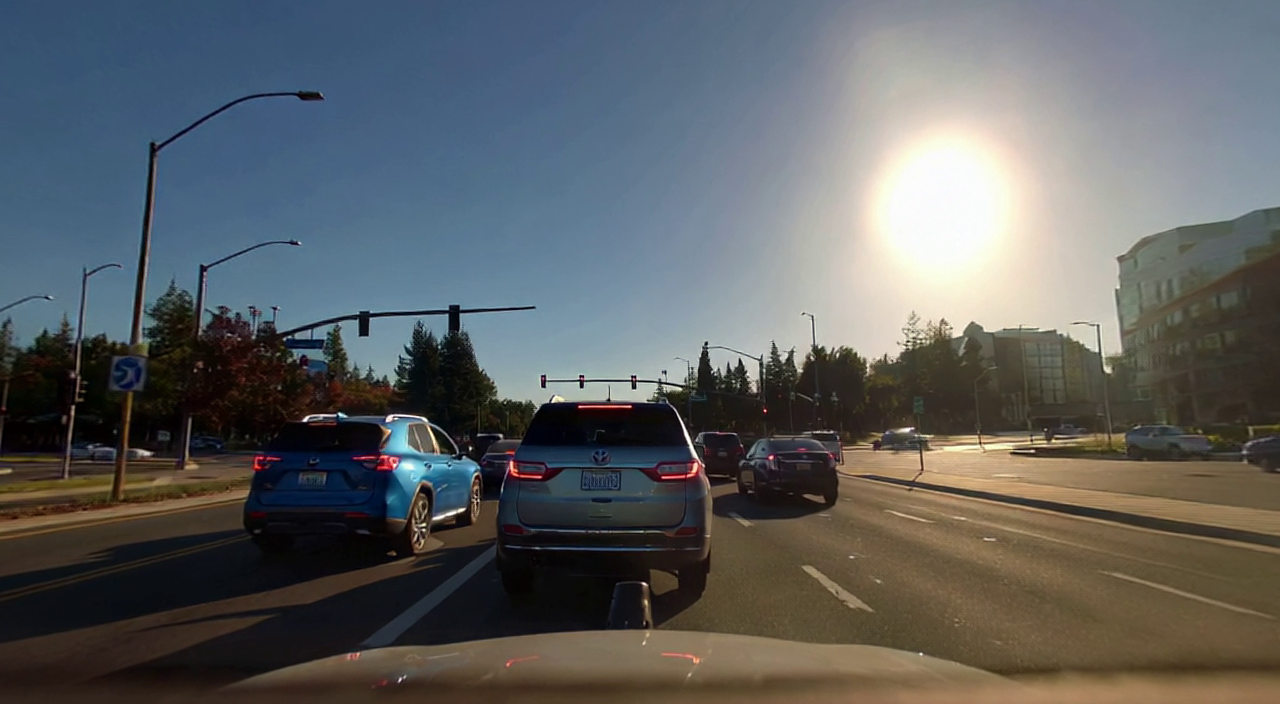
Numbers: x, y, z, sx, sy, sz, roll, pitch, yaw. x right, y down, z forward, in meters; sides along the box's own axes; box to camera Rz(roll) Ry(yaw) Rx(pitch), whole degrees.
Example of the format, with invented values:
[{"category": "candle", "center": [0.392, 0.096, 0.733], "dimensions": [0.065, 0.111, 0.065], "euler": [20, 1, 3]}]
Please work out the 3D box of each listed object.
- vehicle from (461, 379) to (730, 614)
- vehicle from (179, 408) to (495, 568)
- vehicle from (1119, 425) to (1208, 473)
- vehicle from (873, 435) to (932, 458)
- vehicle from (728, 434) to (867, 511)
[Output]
[{"category": "vehicle", "center": [-0.342, 1.430, 7.099], "dimensions": [2.064, 1.817, 4.298], "euler": [0, -8, 0]}, {"category": "vehicle", "center": [-3.718, 1.763, 8.966], "dimensions": [2.160, 1.666, 4.583], "euler": [0, -8, 1]}, {"category": "vehicle", "center": [19.188, 3.539, 23.029], "dimensions": [4.215, 1.578, 1.892], "euler": [8, -12, -44]}, {"category": "vehicle", "center": [19.996, 7.193, 47.928], "dimensions": [4.361, 1.653, 2.034], "euler": [6, -10, -35]}, {"category": "vehicle", "center": [3.409, 2.696, 14.593], "dimensions": [2.121, 1.494, 4.208], "euler": [0, -8, 0]}]
